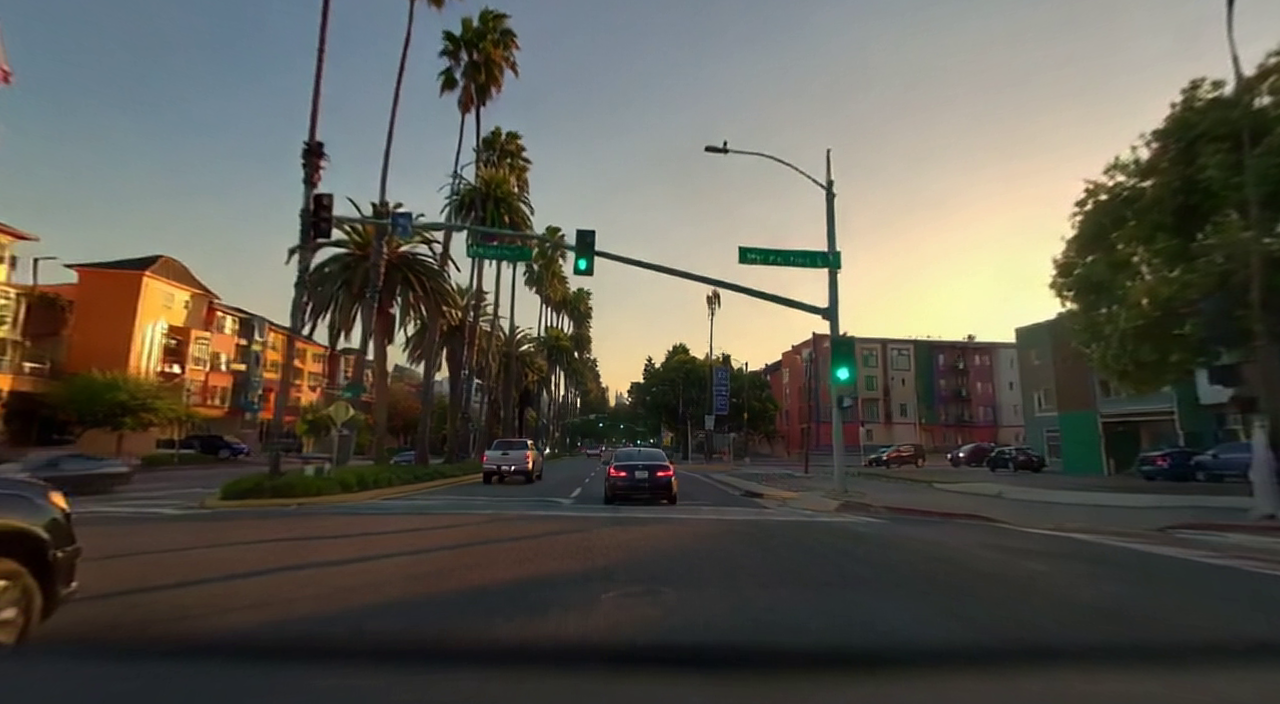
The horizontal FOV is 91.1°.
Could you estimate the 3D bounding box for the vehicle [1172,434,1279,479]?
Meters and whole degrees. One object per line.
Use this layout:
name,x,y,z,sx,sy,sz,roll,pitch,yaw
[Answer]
vehicle,23.719,4.015,24.237,1.908,1.626,4.559,8,-12,-44

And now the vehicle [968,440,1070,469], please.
vehicle,26.248,7.098,43.654,5.602,1.903,2.128,0,-8,1

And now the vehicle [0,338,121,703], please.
vehicle,-4.313,0.539,0.821,2.187,1.904,6.103,0,-8,-2

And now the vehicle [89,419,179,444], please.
vehicle,-38.119,6.016,47.403,4.923,1.874,2.063,0,-8,-1

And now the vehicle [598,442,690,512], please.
vehicle,0.020,3.183,16.547,2.122,1.562,4.152,0,-8,-2

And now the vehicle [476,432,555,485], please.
vehicle,-5.306,4.628,27.805,2.447,2.062,5.911,0,-8,-2
